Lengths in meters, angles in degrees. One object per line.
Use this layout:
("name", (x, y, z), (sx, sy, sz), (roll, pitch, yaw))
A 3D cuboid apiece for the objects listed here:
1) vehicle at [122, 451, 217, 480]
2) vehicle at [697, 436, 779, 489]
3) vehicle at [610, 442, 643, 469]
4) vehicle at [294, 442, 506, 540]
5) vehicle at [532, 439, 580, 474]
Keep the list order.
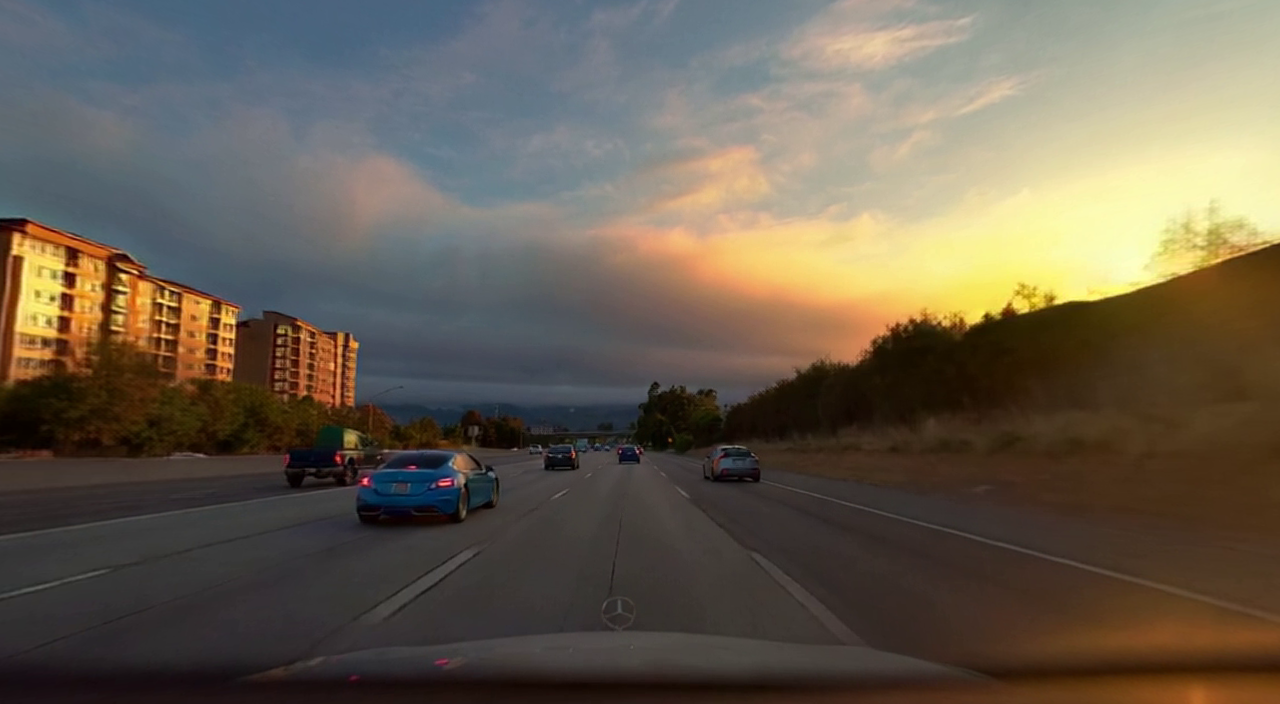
("vehicle", (-26.153, 6.287, 35.352), (1.816, 1.457, 4.598), (0, -8, 0))
("vehicle", (3.314, 3.842, 22.314), (2.061, 1.658, 4.417), (0, -8, -2))
("vehicle", (-0.870, 6.732, 41.218), (2.053, 1.650, 3.945), (0, -8, -1))
("vehicle", (-4.027, 2.398, 11.613), (2.124, 1.426, 4.444), (0, -8, 0))
("vehicle", (-4.514, 5.645, 34.452), (2.044, 1.774, 4.329), (0, -8, -1))
